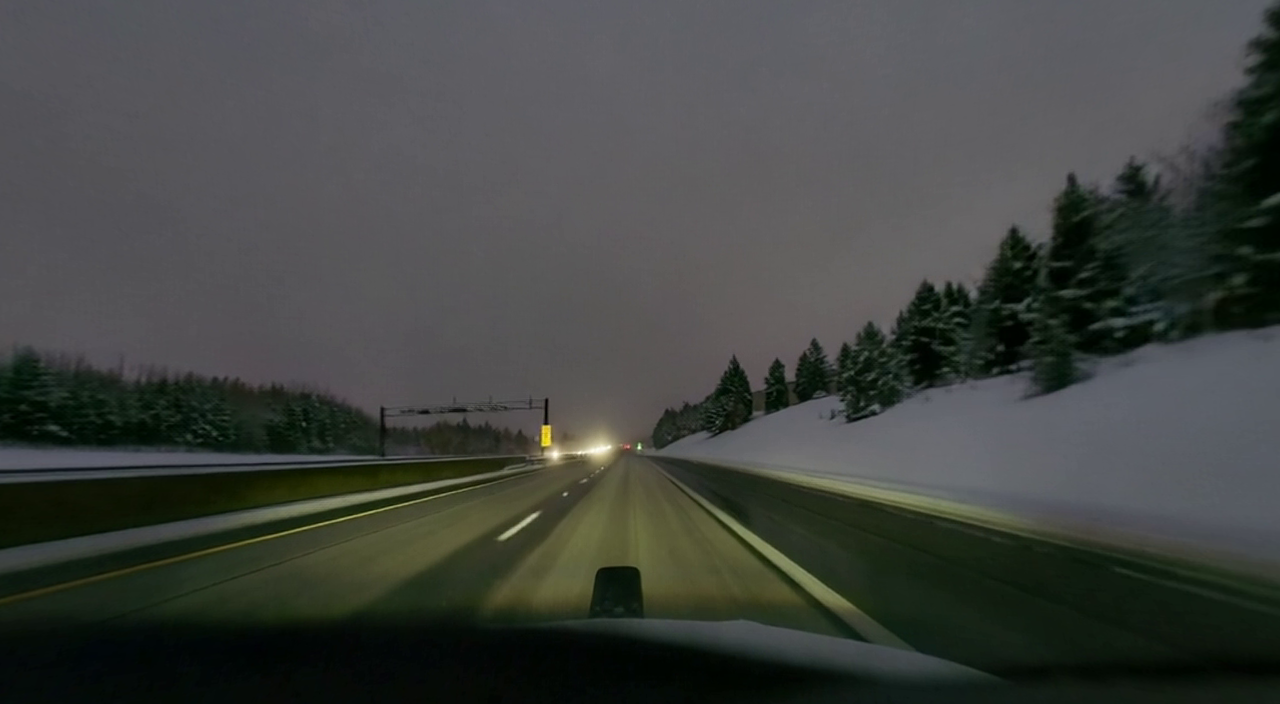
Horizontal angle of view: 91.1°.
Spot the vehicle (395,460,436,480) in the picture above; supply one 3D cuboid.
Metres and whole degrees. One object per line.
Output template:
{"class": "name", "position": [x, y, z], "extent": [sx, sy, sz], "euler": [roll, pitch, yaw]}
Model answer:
{"class": "vehicle", "position": [-16.960, 8.899, 47.628], "extent": [1.702, 1.387, 3.727], "euler": [-1, -9, 0]}
